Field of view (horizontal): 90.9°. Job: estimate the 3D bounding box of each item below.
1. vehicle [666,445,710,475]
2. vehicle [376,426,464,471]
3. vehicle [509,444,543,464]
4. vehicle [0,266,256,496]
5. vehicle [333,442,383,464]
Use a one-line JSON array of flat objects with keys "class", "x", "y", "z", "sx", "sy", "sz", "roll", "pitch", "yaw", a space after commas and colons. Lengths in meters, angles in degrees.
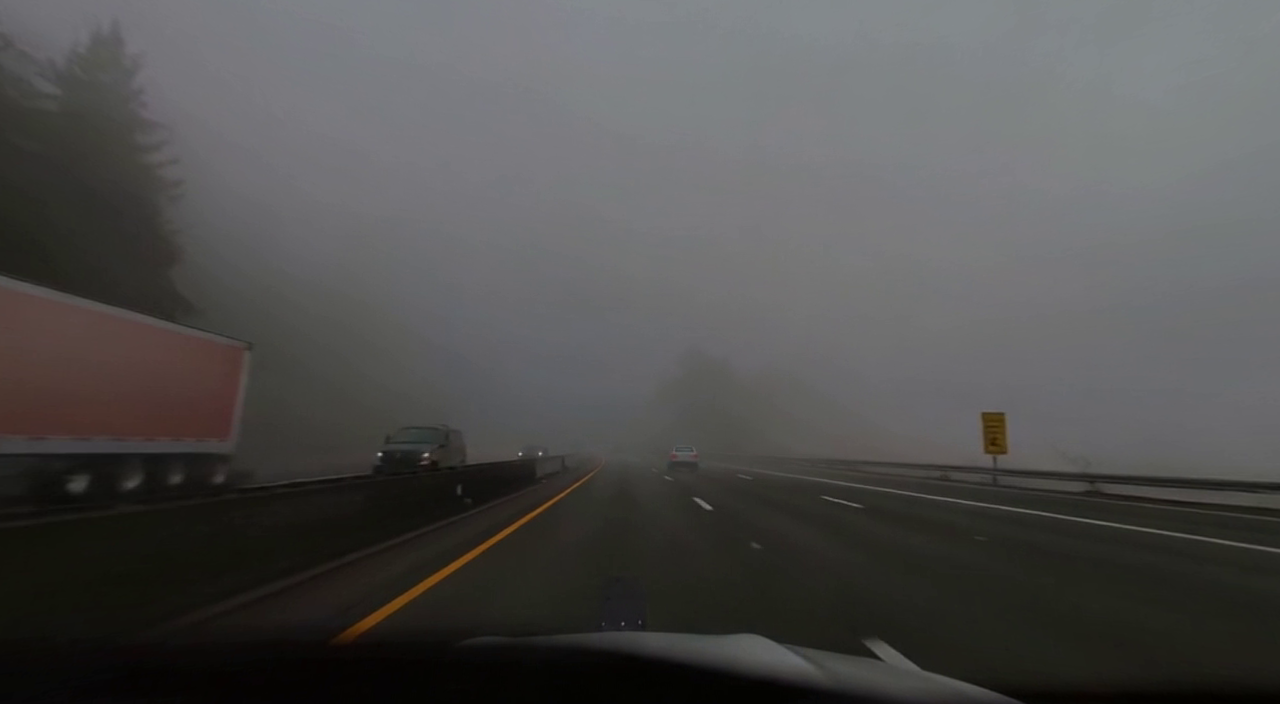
[{"class": "vehicle", "x": 2.665, "y": 6.124, "z": 35.860, "sx": 2.111, "sy": 1.599, "sz": 3.859, "roll": 0, "pitch": -9, "yaw": -2}, {"class": "vehicle", "x": -8.316, "y": 3.722, "z": 24.202, "sx": 1.965, "sy": 1.566, "sz": 4.141, "roll": 0, "pitch": -9, "yaw": -2}, {"class": "vehicle", "x": -8.683, "y": 7.773, "z": 48.274, "sx": 1.896, "sy": 1.453, "sz": 4.125, "roll": 0, "pitch": -9, "yaw": -1}, {"class": "vehicle", "x": -12.616, "y": 0.999, "z": 14.069, "sx": 2.867, "sy": 3.956, "sz": 8.117, "roll": 0, "pitch": -9, "yaw": -1}, {"class": "vehicle", "x": -20.492, "y": 7.334, "z": 45.969, "sx": 1.822, "sy": 1.495, "sz": 4.247, "roll": 1, "pitch": -9, "yaw": -4}]
